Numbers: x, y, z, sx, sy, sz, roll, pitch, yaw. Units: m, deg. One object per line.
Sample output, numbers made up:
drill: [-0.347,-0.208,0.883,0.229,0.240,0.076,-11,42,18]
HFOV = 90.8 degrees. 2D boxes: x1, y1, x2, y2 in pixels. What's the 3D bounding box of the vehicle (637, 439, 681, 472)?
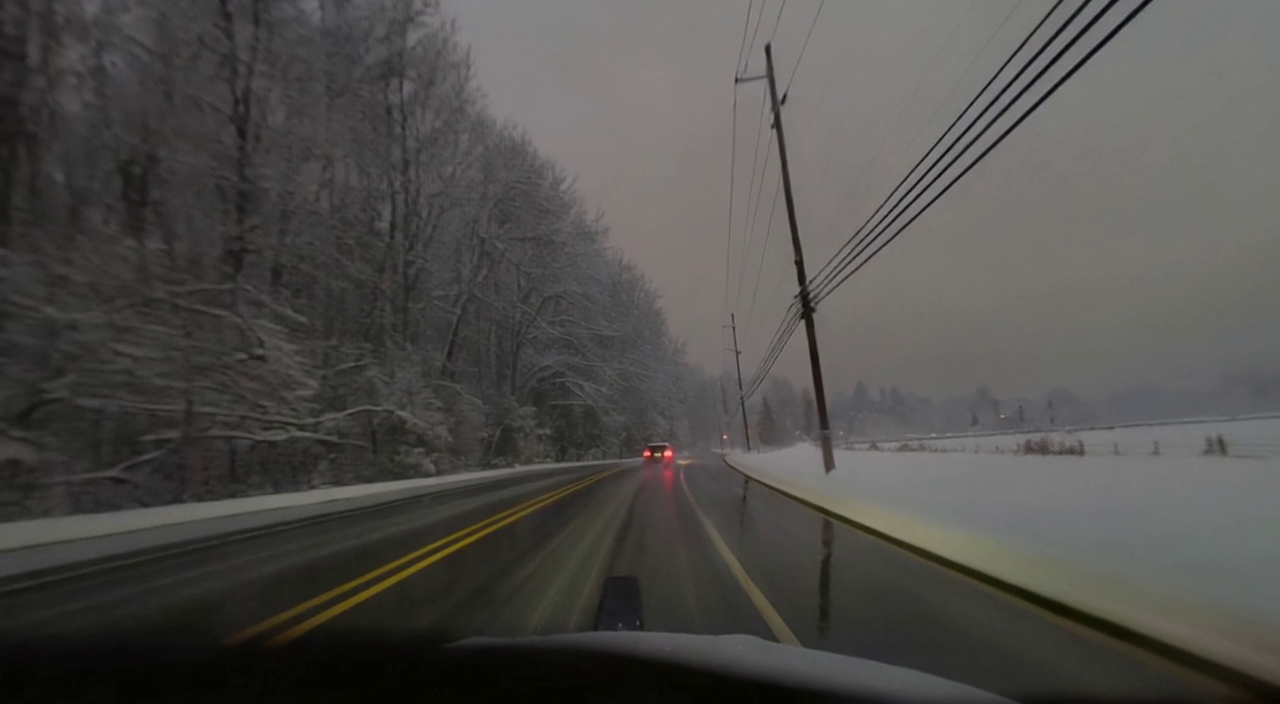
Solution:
vehicle: [1.010,5.219,32.044,2.059,1.524,3.963,-1,-9,4]
